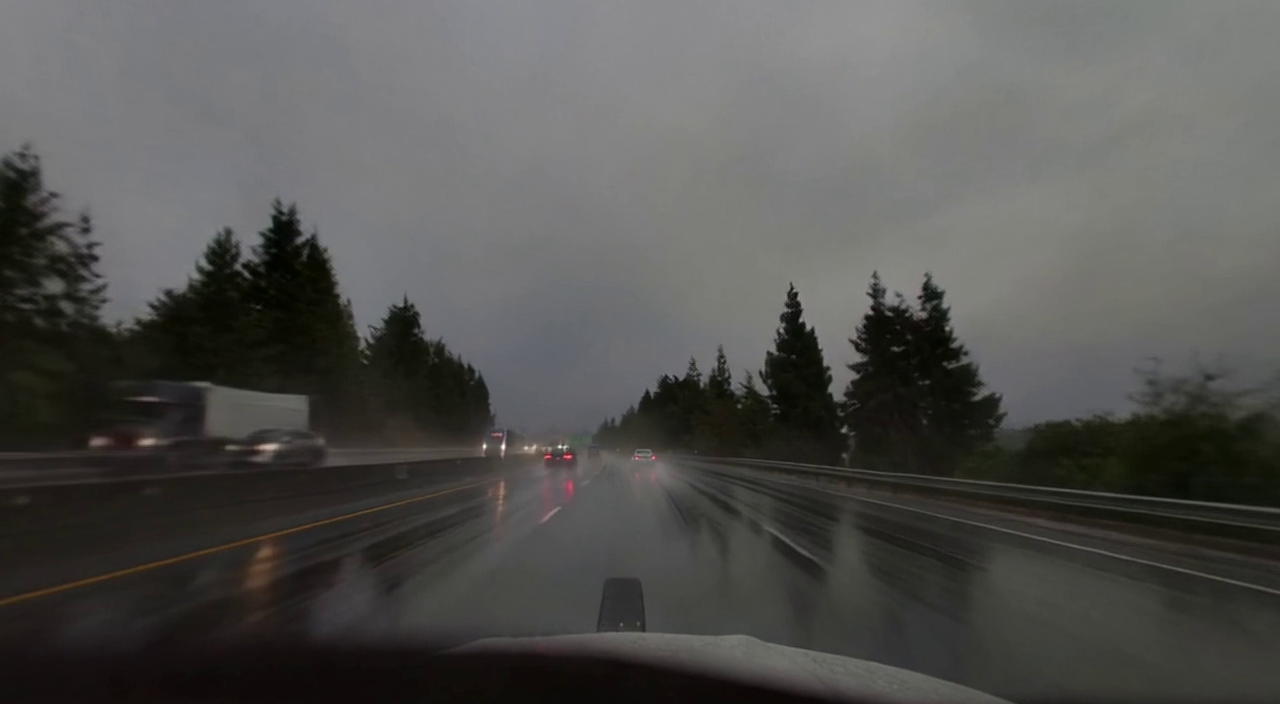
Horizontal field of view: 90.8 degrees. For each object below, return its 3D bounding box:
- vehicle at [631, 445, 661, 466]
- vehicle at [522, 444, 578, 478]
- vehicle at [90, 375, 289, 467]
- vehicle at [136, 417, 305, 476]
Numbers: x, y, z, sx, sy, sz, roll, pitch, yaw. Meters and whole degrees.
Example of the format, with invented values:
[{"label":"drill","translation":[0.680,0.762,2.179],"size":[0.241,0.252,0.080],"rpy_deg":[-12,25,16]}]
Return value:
[{"label":"vehicle","translation":[0.390,7.511,45.883],"size":[2.008,1.499,3.192],"rpy_deg":[0,-9,-3]},{"label":"vehicle","translation":[-4.201,5.146,30.111],"size":[2.054,1.500,4.469],"rpy_deg":[0,-9,-1]},{"label":"vehicle","translation":[-17.552,2.922,25.379],"size":[2.562,3.155,7.175],"rpy_deg":[0,-9,0]},{"label":"vehicle","translation":[-12.568,2.908,19.378],"size":[1.988,1.578,4.686],"rpy_deg":[0,-9,-1]}]
